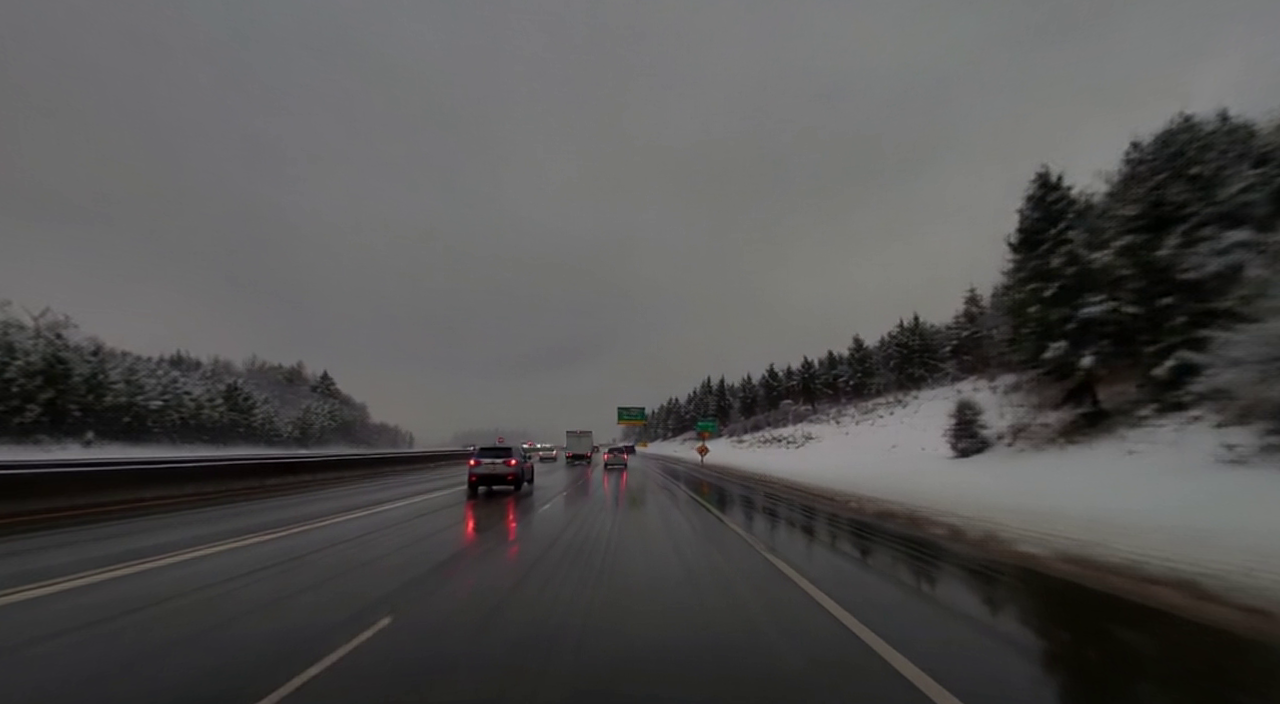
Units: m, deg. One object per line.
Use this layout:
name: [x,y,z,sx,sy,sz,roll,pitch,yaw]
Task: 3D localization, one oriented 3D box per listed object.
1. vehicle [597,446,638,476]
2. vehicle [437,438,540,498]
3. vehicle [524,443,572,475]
vehicle: [-1.184,5.587,32.581,1.988,1.440,4.201,0,-9,-2]
vehicle: [-4.523,3.537,19.587,2.208,1.619,4.162,0,-9,-1]
vehicle: [-5.001,5.842,34.686,2.118,1.624,4.032,0,-9,-1]
